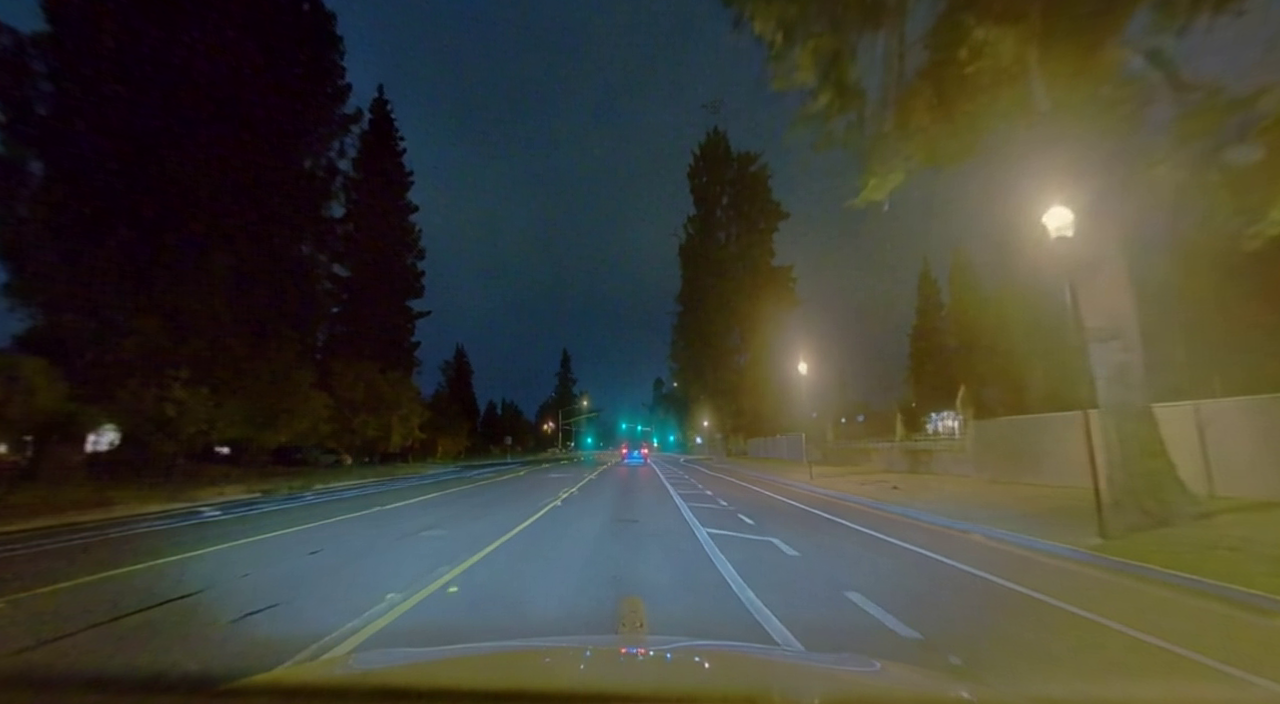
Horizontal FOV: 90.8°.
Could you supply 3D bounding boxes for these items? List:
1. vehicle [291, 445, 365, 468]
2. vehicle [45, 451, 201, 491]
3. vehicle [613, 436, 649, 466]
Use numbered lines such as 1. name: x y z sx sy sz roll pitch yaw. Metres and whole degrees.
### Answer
1. vehicle: -22.279 7.490 45.247 4.241 1.601 1.970 0 -8 1
2. vehicle: -19.970 4.600 24.552 4.232 1.458 2.010 0 -8 -2
3. vehicle: -0.593 6.432 40.997 2.230 1.827 4.298 0 -8 -1
